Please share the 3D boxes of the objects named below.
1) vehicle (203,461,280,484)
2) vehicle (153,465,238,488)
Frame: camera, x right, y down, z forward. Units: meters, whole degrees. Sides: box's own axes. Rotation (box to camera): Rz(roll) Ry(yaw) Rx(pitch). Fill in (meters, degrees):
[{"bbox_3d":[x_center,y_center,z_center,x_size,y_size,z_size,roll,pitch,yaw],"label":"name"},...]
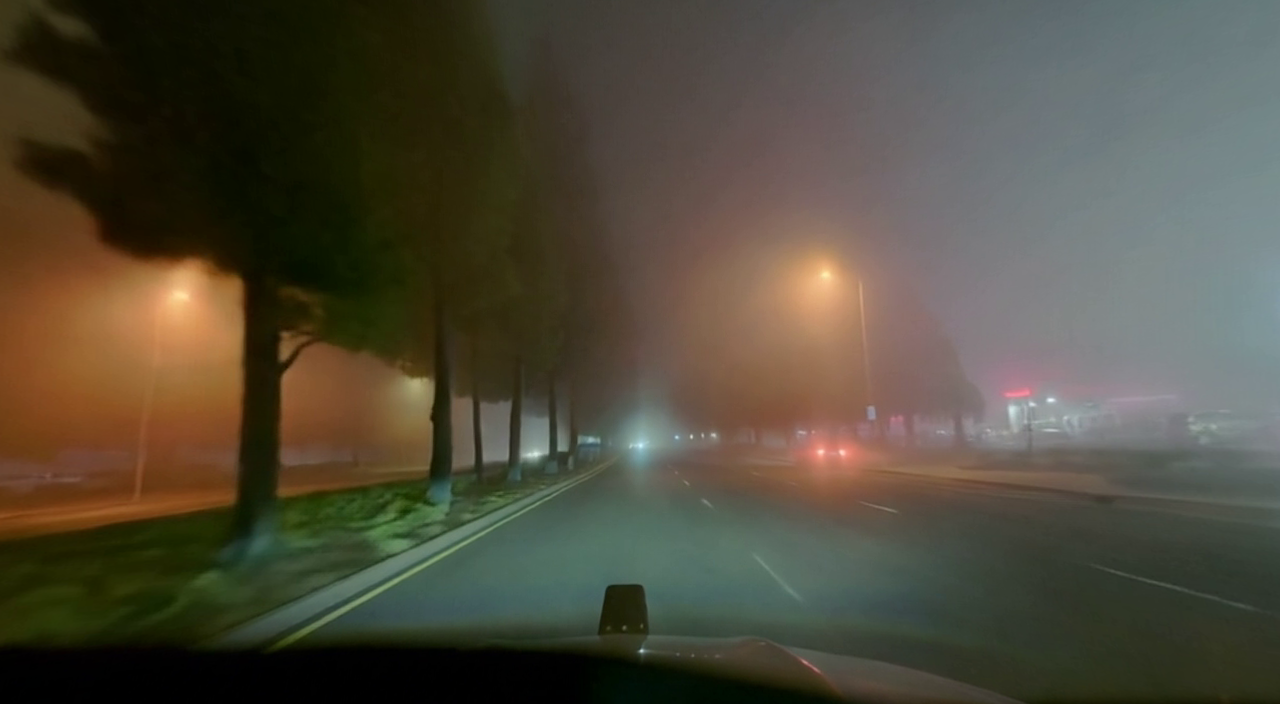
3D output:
[{"bbox_3d":[-30.774,9.321,48.898,4.735,1.468,2.047,3,-9,-24],"label":"vehicle"},{"bbox_3d":[-31.990,8.938,45.524,4.540,1.469,1.933,3,-9,-19],"label":"vehicle"}]
